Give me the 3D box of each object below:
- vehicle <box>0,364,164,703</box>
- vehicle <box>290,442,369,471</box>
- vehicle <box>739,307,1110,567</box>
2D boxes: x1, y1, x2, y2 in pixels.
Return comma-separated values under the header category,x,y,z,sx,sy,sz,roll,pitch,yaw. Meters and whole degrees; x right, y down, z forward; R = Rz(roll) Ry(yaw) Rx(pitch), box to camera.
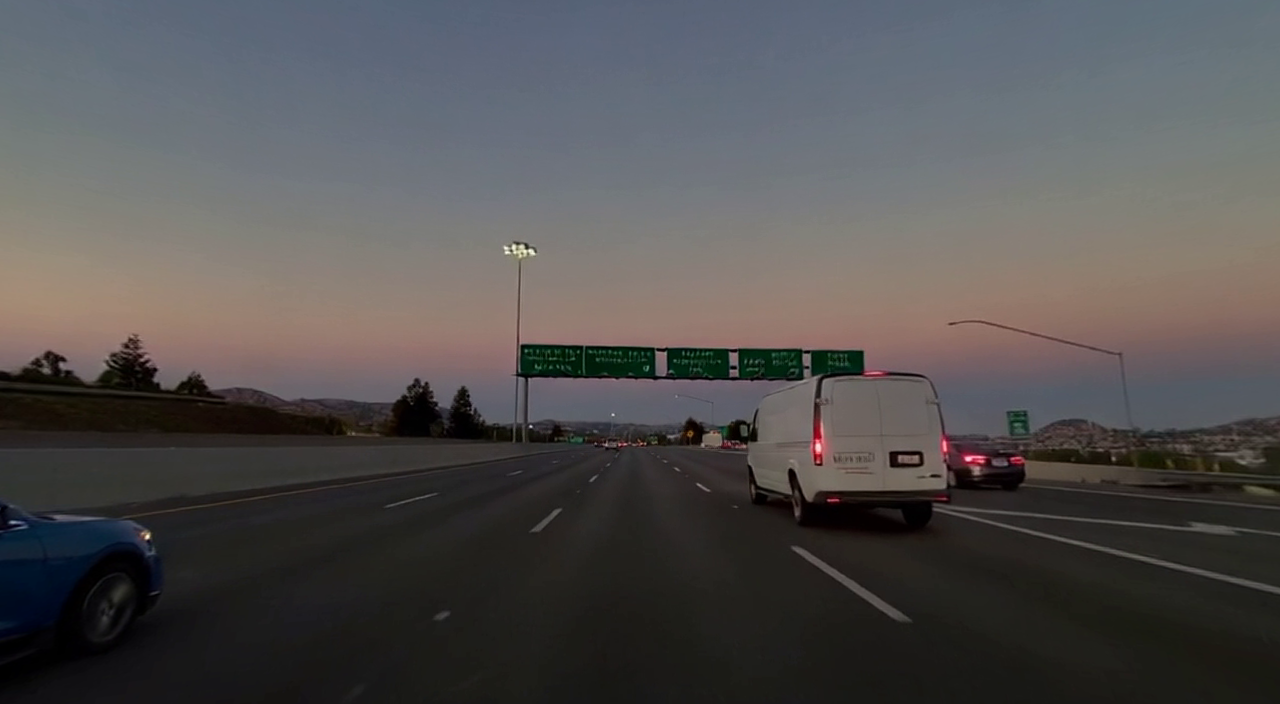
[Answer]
category,x,y,z,sx,sy,sz,roll,pitch,yaw
vehicle,-3.954,0.715,1.743,2.000,1.646,4.201,0,-8,-1
vehicle,-17.912,6.027,36.714,2.044,1.573,4.964,0,-8,1
vehicle,3.486,1.352,10.025,2.629,2.718,6.740,0,-8,-1
